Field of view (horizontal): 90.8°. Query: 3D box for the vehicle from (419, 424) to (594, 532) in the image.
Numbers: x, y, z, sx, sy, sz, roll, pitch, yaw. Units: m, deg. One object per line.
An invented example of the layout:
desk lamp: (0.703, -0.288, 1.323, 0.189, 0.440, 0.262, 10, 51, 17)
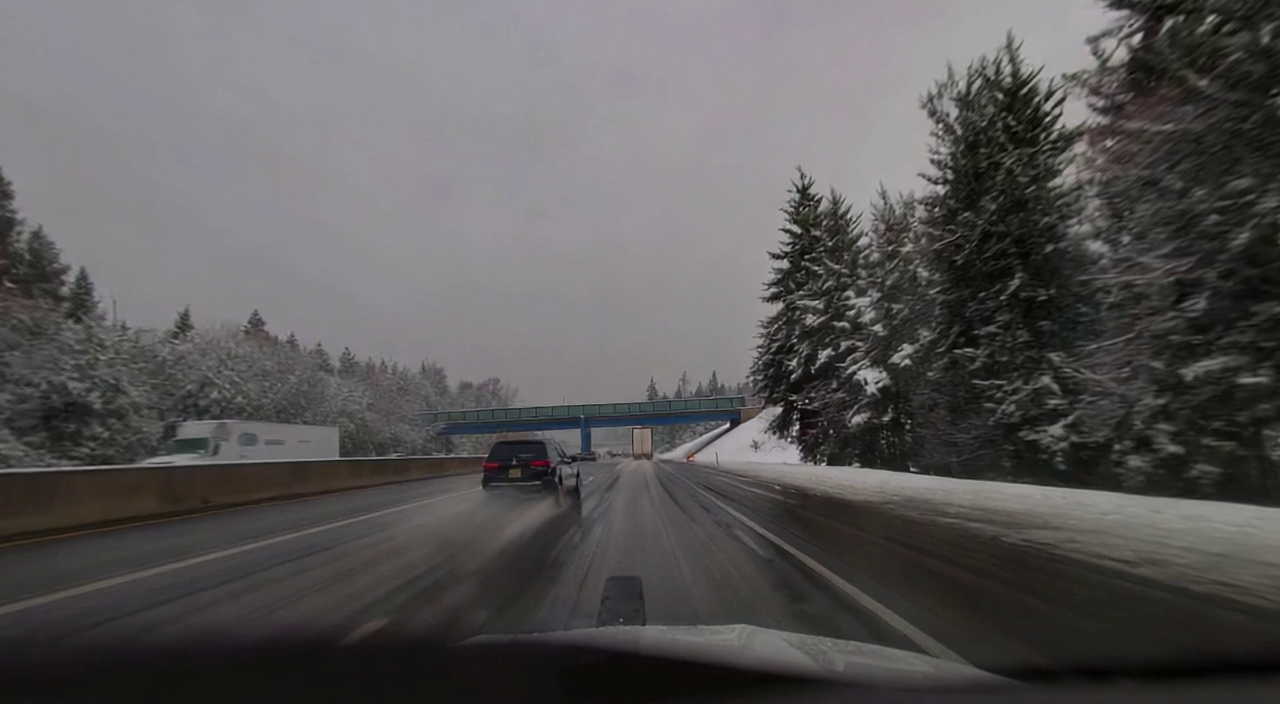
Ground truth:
vehicle: (-2.318, 2.389, 12.506, 2.299, 1.716, 4.579, -1, -9, 2)

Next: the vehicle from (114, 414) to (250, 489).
vehicle: (-25.693, 5.628, 35.848, 3.209, 3.834, 5.863, 0, -9, -1)
